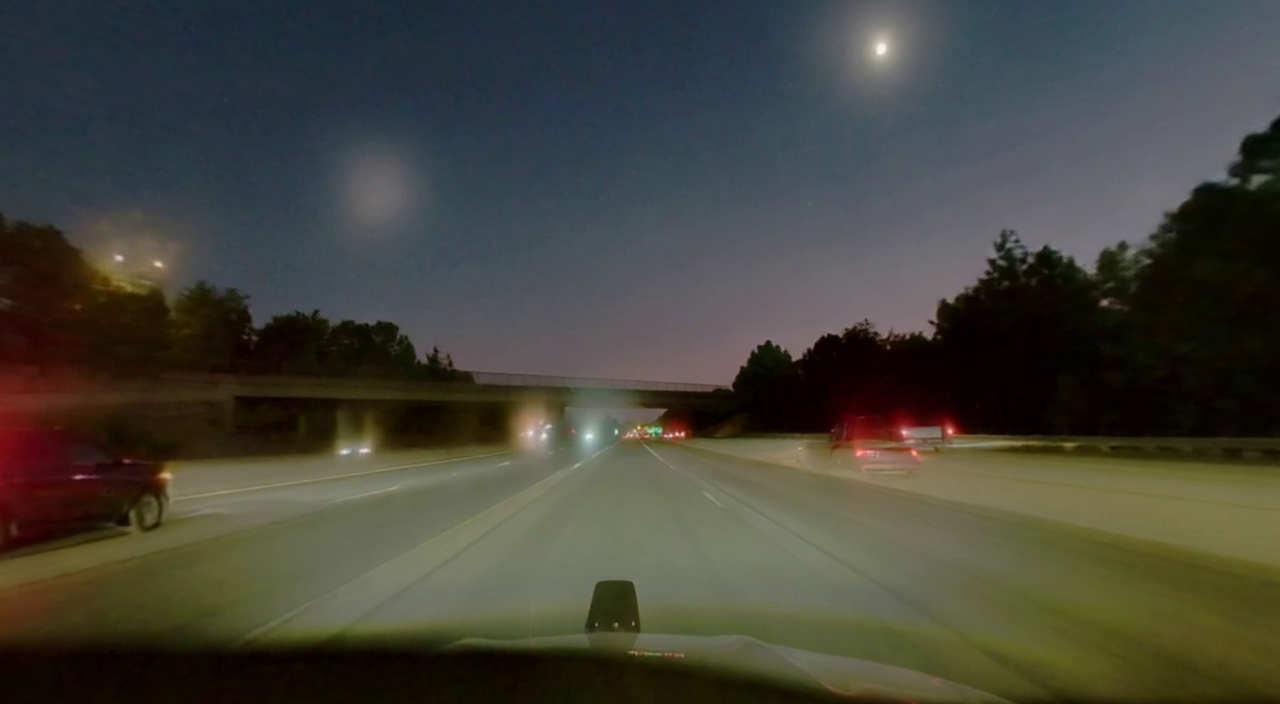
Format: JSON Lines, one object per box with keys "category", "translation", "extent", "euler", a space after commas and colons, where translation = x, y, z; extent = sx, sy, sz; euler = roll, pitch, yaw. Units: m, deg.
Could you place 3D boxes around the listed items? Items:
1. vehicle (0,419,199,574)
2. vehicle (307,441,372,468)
{"category": "vehicle", "translation": [-7.415, 1.502, 6.755], "extent": [2.118, 1.524, 4.422], "euler": [0, -8, 0]}
{"category": "vehicle", "translation": [-17.219, 5.897, 36.287], "extent": [1.776, 1.421, 4.169], "euler": [0, -8, -1]}
